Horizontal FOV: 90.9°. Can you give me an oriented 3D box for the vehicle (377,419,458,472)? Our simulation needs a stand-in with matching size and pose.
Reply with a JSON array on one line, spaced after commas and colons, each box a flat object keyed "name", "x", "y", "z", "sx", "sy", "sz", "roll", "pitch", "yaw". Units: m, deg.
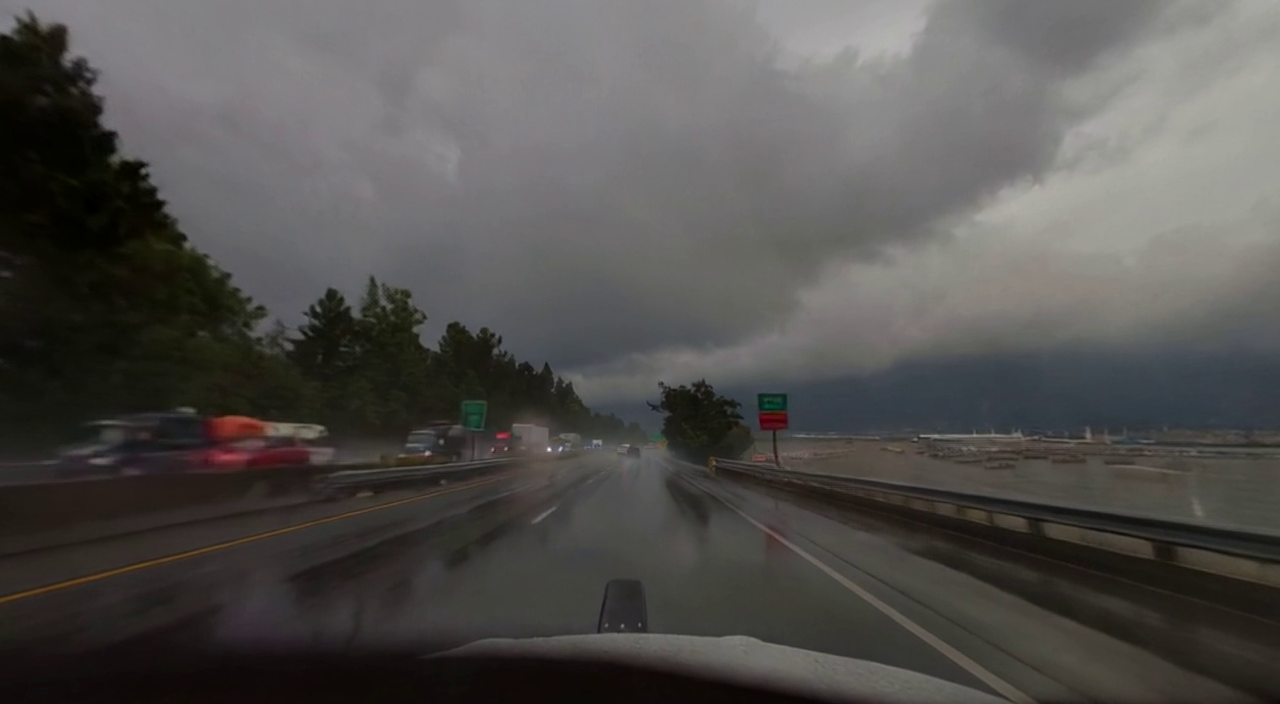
[{"name": "vehicle", "x": -12.888, "y": 5.511, "z": 37.059, "sx": 2.518, "sy": 2.799, "sz": 5.948, "roll": 0, "pitch": -9, "yaw": 0}]

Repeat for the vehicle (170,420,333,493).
[{"name": "vehicle", "x": -12.274, "y": 3.361, "z": 20.444, "sx": 2.164, "sy": 2.078, "sz": 4.841, "roll": 0, "pitch": -9, "yaw": 0}]

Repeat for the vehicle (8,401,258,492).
[{"name": "vehicle", "x": -16.880, "y": 3.313, "z": 21.947, "sx": 2.499, "sy": 2.572, "sz": 7.618, "roll": 1, "pitch": -9, "yaw": -2}]
